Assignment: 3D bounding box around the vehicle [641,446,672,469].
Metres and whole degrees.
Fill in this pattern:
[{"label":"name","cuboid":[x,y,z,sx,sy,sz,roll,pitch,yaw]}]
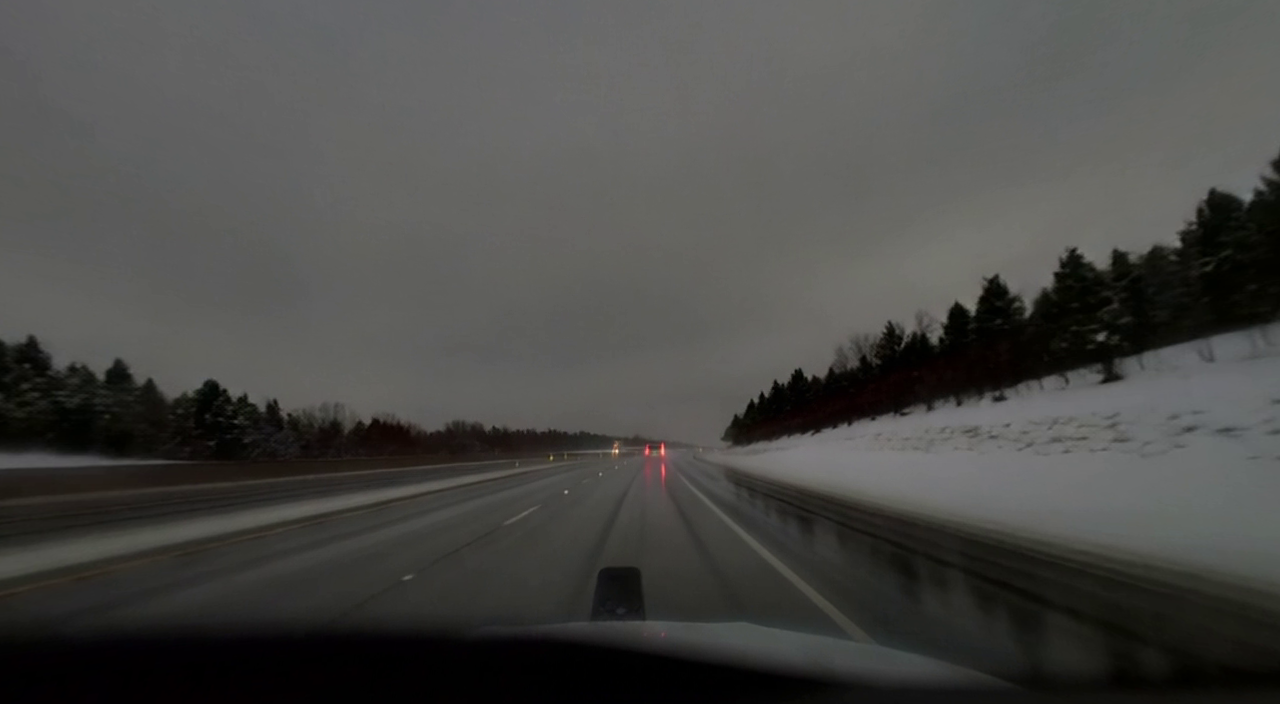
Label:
[{"label":"vehicle","cuboid":[1.272,7.867,47.295,2.221,1.603,4.149,-1,-9,2]}]
